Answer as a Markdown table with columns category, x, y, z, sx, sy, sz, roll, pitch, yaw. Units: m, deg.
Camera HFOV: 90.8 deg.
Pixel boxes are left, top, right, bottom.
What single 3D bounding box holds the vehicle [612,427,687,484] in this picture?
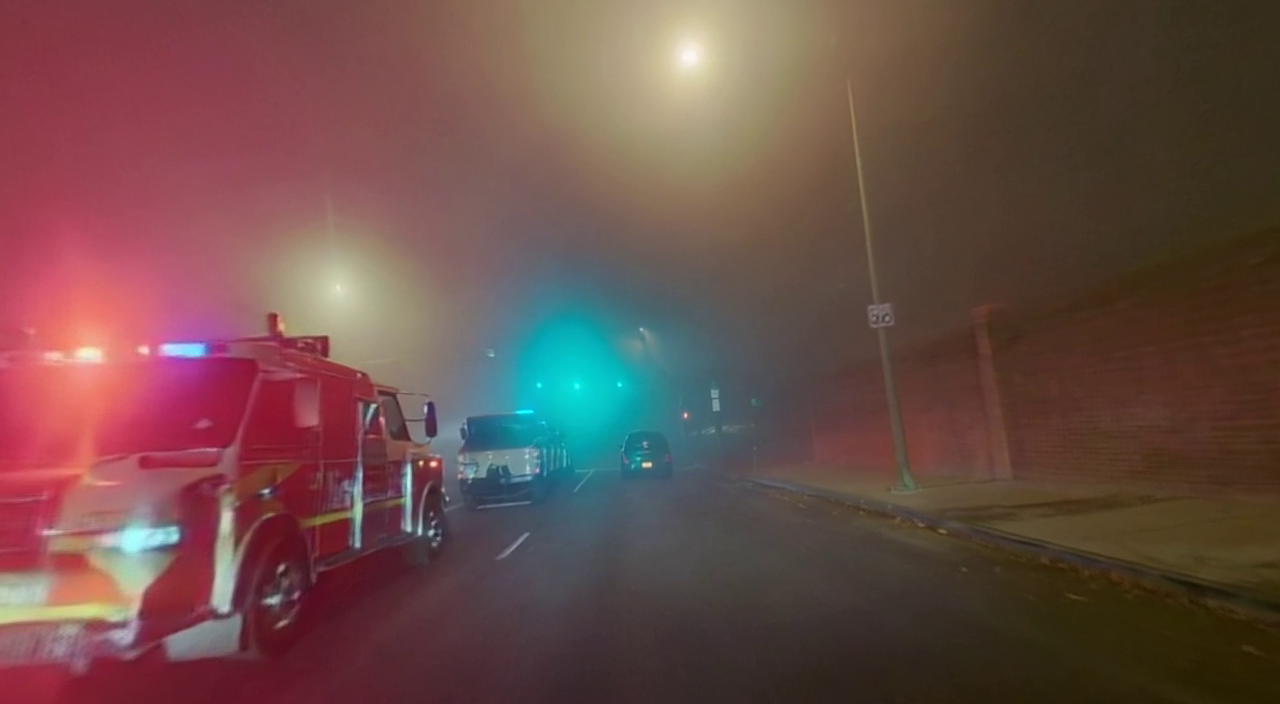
| category | x | y | z | sx | sy | sz | roll | pitch | yaw |
| --- | --- | --- | --- | --- | --- | --- | --- | --- | --- |
| vehicle | 0.194 | 3.698 | 22.854 | 2.332 | 1.831 | 4.930 | 1 | -9 | -4 |

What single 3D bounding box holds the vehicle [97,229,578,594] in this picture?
| category | x | y | z | sx | sy | sz | roll | pitch | yaw |
| --- | --- | --- | --- | --- | --- | --- | --- | --- | --- |
| vehicle | -3.558 | 1.466 | 12.709 | 3.631 | 3.655 | 12.773 | 0 | -8 | -1 |
